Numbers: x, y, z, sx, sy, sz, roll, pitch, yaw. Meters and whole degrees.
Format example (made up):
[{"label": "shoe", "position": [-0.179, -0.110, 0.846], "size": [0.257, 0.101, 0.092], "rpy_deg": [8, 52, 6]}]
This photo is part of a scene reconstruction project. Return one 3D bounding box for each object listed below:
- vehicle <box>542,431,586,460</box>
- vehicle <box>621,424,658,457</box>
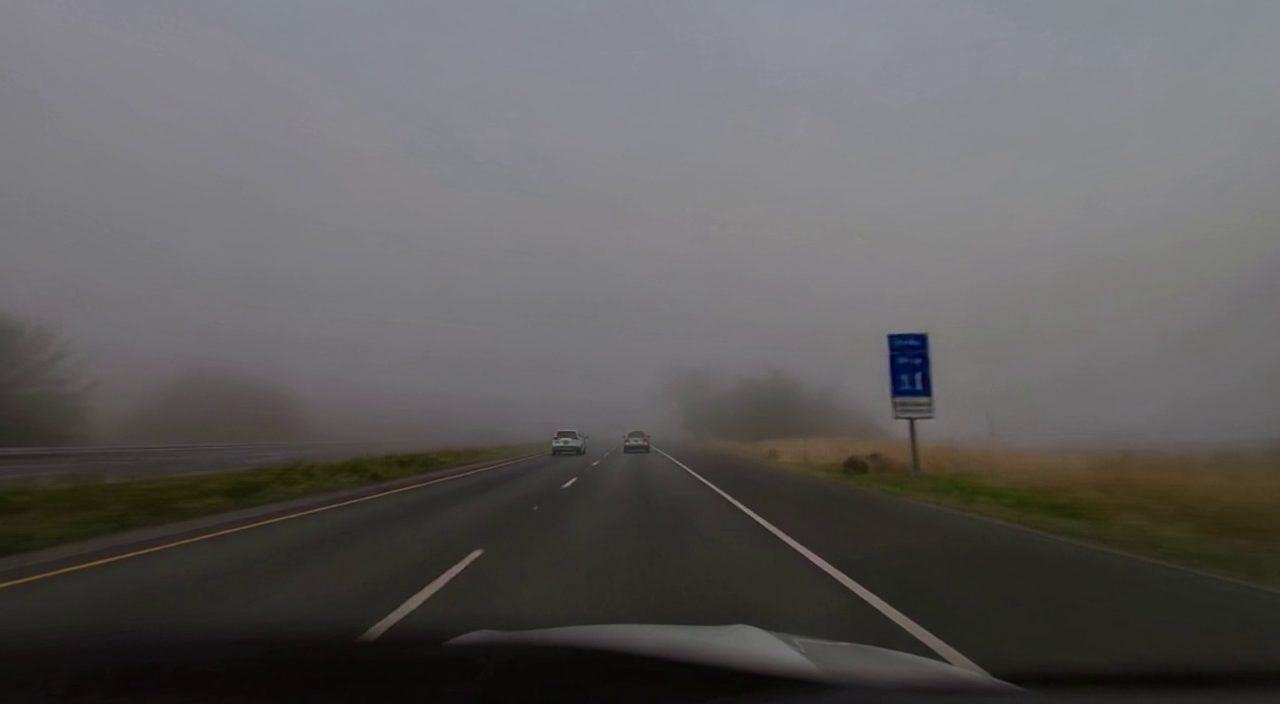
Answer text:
[{"label": "vehicle", "position": [-4.302, 5.338, 36.095], "size": [2.062, 1.567, 4.117], "rpy_deg": [0, -8, -1]}, {"label": "vehicle", "position": [-0.113, 5.659, 40.445], "size": [2.223, 1.957, 4.416], "rpy_deg": [0, -8, -2]}]
